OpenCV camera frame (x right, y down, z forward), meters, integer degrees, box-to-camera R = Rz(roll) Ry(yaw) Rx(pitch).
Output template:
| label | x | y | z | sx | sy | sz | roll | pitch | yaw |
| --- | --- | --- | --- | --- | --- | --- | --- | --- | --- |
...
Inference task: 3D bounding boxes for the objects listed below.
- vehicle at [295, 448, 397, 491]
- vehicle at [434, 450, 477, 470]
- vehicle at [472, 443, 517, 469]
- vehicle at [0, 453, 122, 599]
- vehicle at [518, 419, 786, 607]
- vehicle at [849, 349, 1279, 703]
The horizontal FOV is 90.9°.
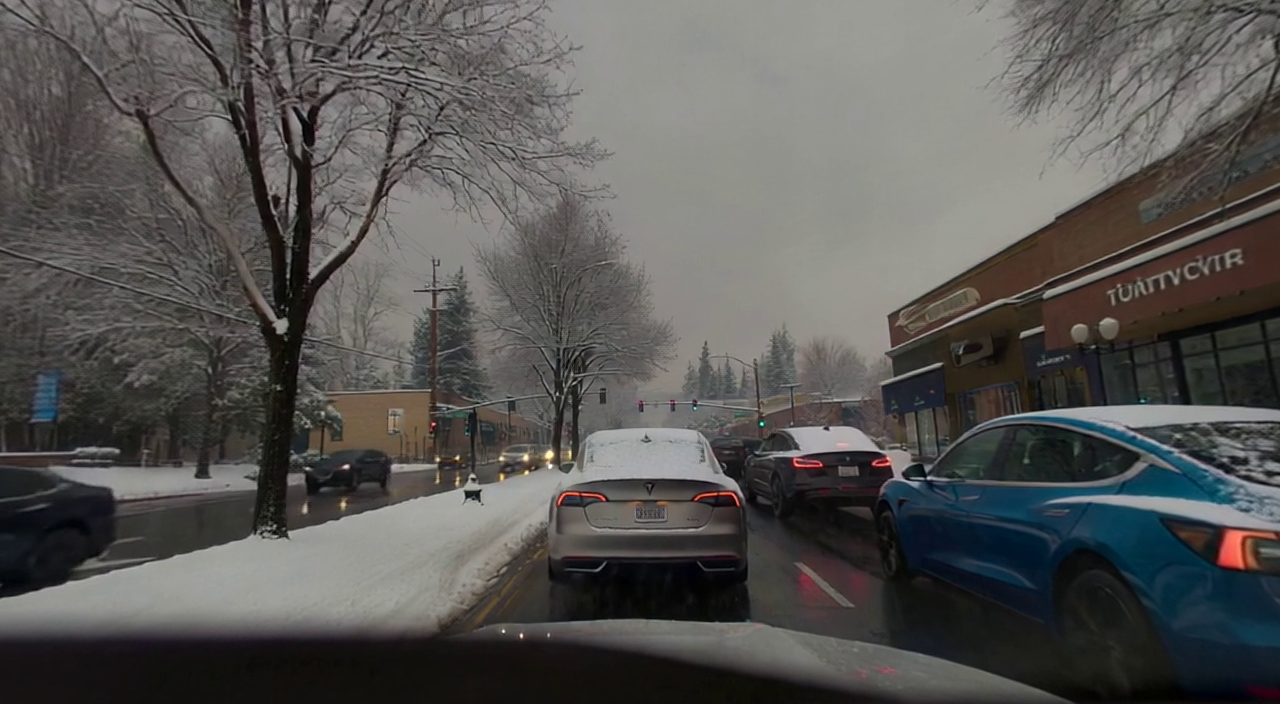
| label | x | y | z | sx | sy | sz | roll | pitch | yaw |
| --- | --- | --- | --- | --- | --- | --- | --- | --- | --- |
| vehicle | -11.509 | 4.609 | 25.061 | 1.917 | 1.506 | 4.280 | 0 | -8 | 1 |
| vehicle | -14.570 | 8.506 | 49.933 | 1.999 | 1.462 | 4.200 | 0 | -8 | 2 |
| vehicle | -10.899 | 7.798 | 47.566 | 2.122 | 1.786 | 4.757 | 0 | -8 | 2 |
| vehicle | -7.741 | 1.750 | 5.982 | 1.979 | 1.490 | 4.225 | 0 | -8 | 1 |
| vehicle | 0.102 | 1.581 | 7.085 | 2.137 | 1.488 | 3.938 | 0 | -8 | 0 |
| vehicle | 3.198 | 1.127 | 4.230 | 2.038 | 1.651 | 4.455 | 0 | -8 | 0 |
